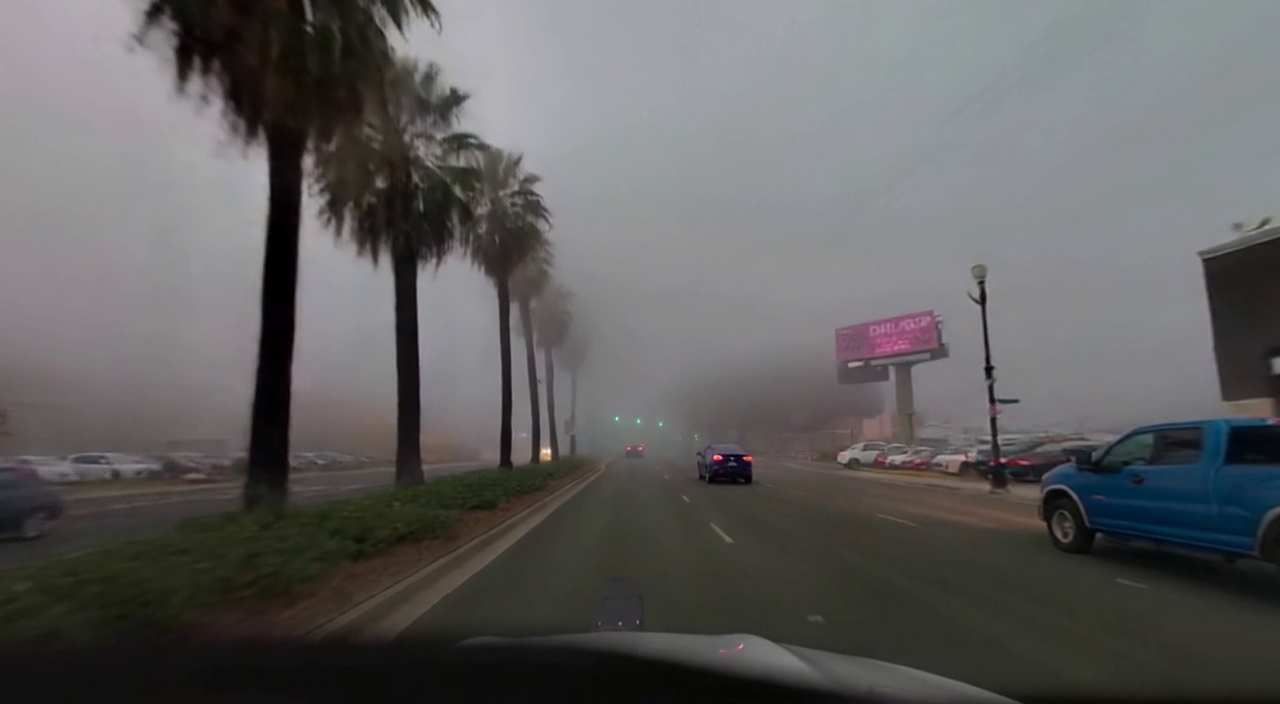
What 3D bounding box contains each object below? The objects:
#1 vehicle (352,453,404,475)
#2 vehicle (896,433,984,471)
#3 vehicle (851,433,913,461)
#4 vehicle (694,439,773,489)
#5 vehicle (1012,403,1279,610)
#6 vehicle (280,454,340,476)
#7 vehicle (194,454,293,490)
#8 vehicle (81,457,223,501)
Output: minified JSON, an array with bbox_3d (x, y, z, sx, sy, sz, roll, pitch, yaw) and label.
[{"bbox_3d":[-19.647,8.392,47.557,1.900,1.481,4.684,0,-9,0],"label":"vehicle"},{"bbox_3d":[15.518,5.207,33.028,2.067,1.772,4.910,0,-9,-2],"label":"vehicle"},{"bbox_3d":[18.320,7.233,48.157,2.300,1.966,6.004,0,-9,-1],"label":"vehicle"},{"bbox_3d":[3.100,3.804,21.796,1.889,1.541,4.303,0,-9,-2],"label":"vehicle"},{"bbox_3d":[6.100,1.321,5.681,2.140,1.606,5.437,0,-9,-1],"label":"vehicle"},{"bbox_3d":[-24.692,8.427,47.506,1.899,1.499,4.911,0,-9,-1],"label":"vehicle"},{"bbox_3d":[-19.420,5.878,31.247,1.840,1.524,4.923,-1,-9,-2],"label":"vehicle"},{"bbox_3d":[-19.322,5.015,25.397,1.983,1.492,4.904,0,-9,-3],"label":"vehicle"}]
